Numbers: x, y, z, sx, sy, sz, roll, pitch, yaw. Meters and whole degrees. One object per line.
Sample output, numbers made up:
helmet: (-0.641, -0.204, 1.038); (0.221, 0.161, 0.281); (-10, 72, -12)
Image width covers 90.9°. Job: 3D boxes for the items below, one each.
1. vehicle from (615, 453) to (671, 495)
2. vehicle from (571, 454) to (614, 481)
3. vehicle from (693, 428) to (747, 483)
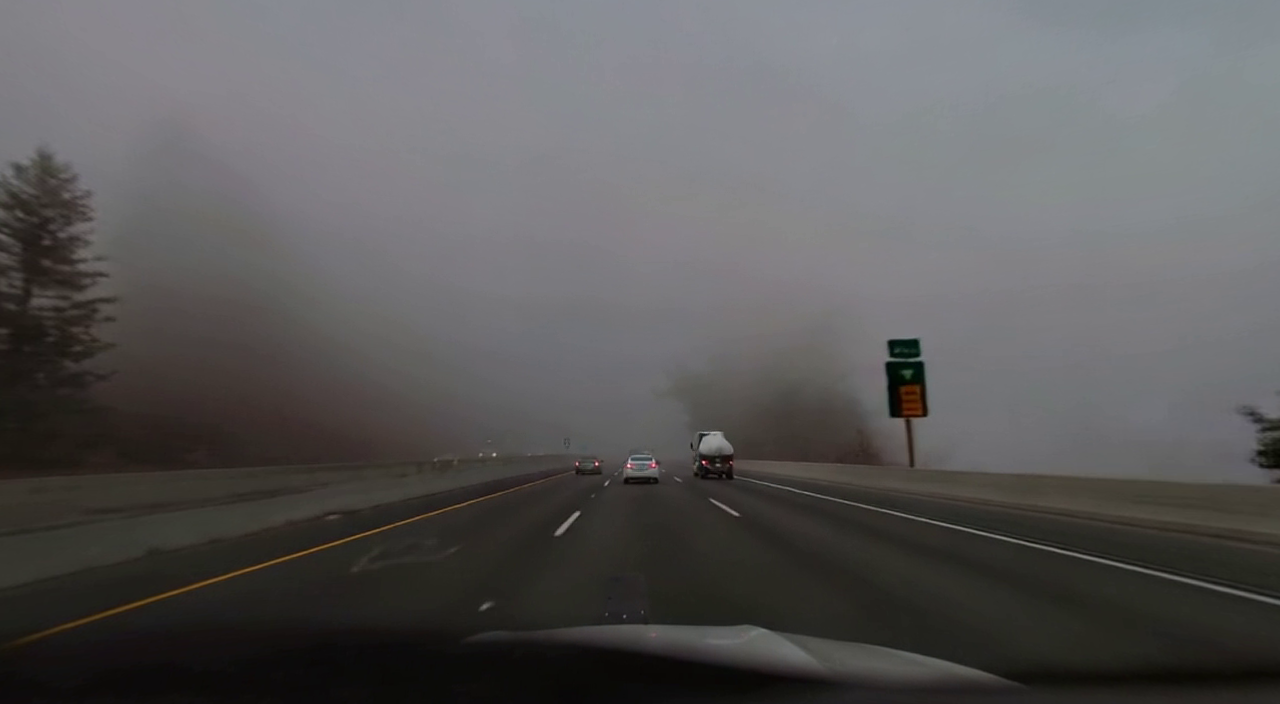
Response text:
vehicle: (0.090, 4.858, 25.446); (2.089, 1.516, 4.191); (0, -9, -1)
vehicle: (-2.718, 6.691, 36.743); (2.105, 1.467, 4.099); (0, -9, 1)
vehicle: (5.018, 6.359, 38.678); (2.650, 2.978, 6.937); (-3, -10, 11)
